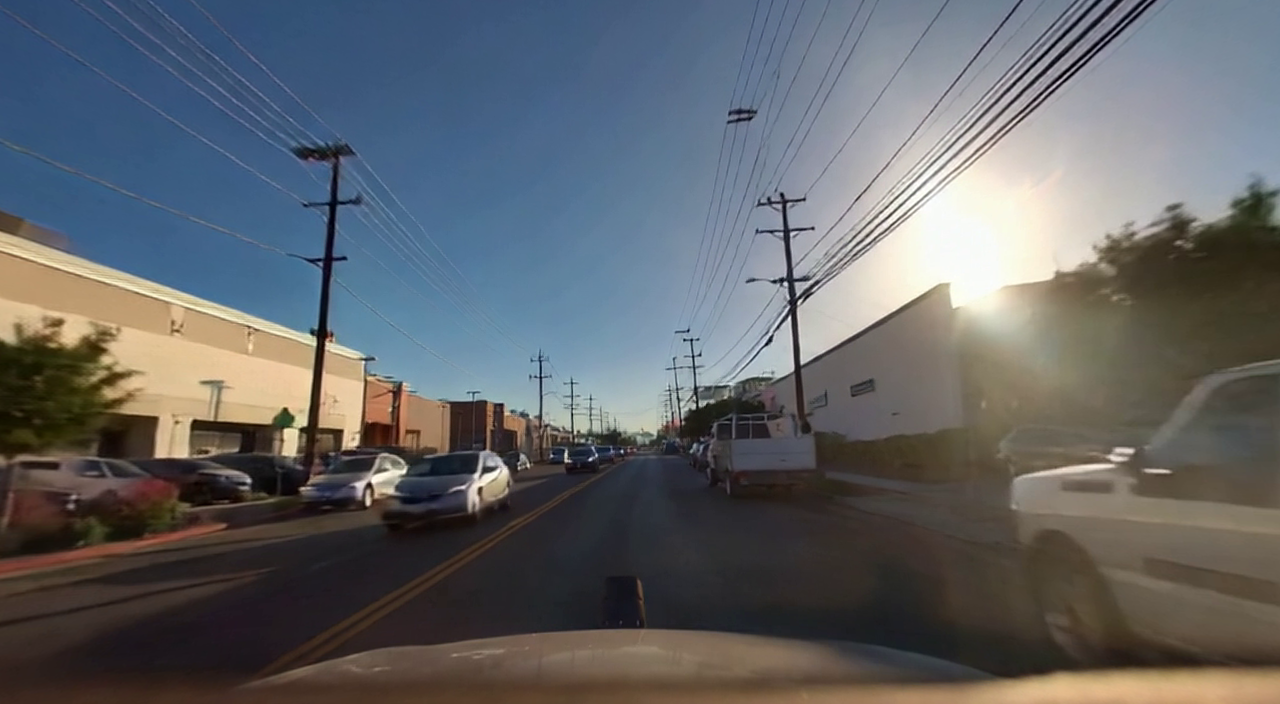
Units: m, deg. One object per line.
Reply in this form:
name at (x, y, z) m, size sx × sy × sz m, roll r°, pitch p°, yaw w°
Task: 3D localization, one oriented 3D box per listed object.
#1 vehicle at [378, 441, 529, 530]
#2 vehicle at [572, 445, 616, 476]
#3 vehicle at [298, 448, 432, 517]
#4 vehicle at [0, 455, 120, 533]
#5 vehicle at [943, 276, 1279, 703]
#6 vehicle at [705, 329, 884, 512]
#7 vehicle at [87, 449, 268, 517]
vehicle at (-3.877, 2.832, 13.957) m, size 2.020 × 1.528 × 4.258 m, roll -3°, pitch -9°, yaw 0°
vehicle at (-2.656, 6.347, 37.165) m, size 2.061 × 1.679 × 4.042 m, roll -1°, pitch -9°, yaw 3°
vehicle at (-8.110, 3.827, 19.185) m, size 1.954 × 1.622 × 4.761 m, roll -5°, pitch -9°, yaw 0°
vehicle at (-14.484, 3.233, 14.323) m, size 1.869 × 1.633 × 4.092 m, roll -5°, pitch -10°, yaw 1°
vehicle at (3.636, 0.672, 2.145) m, size 2.249 × 2.026 × 6.211 m, roll 0°, pitch -9°, yaw 1°
vehicle at (3.664, 2.078, 17.491) m, size 2.874 × 3.757 × 8.612 m, roll 1°, pitch -9°, yaw 1°
vehicle at (-14.284, 4.034, 19.992) m, size 2.001 × 1.838 × 4.855 m, roll 0°, pitch -9°, yaw 0°
